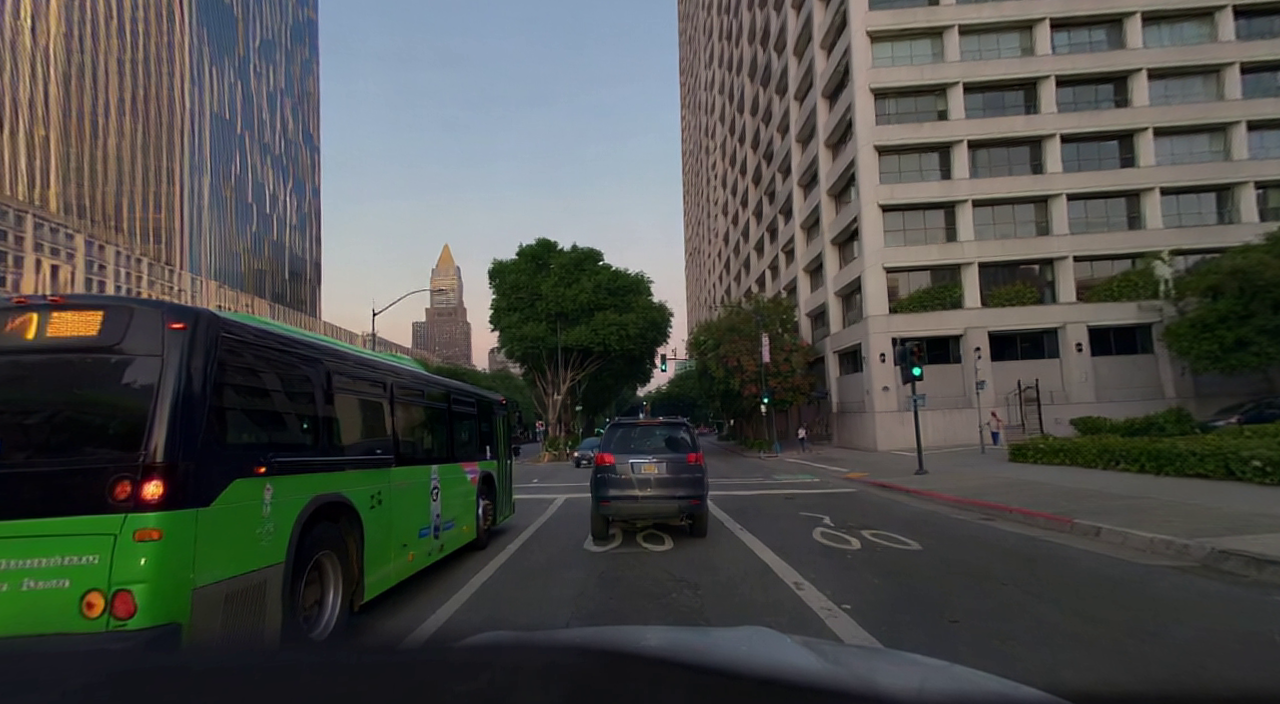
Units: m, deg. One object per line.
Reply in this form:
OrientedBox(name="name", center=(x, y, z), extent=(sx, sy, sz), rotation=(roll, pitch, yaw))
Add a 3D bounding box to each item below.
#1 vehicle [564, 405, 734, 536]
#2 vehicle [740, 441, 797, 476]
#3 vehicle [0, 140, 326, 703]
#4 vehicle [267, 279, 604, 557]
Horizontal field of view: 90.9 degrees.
OrientedBox(name="vehicle", center=(0.142, 2.081, 11.545), extent=(2.500, 1.912, 4.270), rotation=(0, -9, 0))
OrientedBox(name="vehicle", center=(6.127, 5.105, 30.488), extent=(1.919, 1.529, 4.059), rotation=(0, -9, 0))
OrientedBox(name="vehicle", center=(-2.751, 0.332, 0.219), extent=(2.329, 2.089, 5.659), rotation=(0, -9, 0))
OrientedBox(name="vehicle", center=(-2.883, 1.796, 14.628), extent=(3.042, 3.445, 13.615), rotation=(0, -9, 1))
